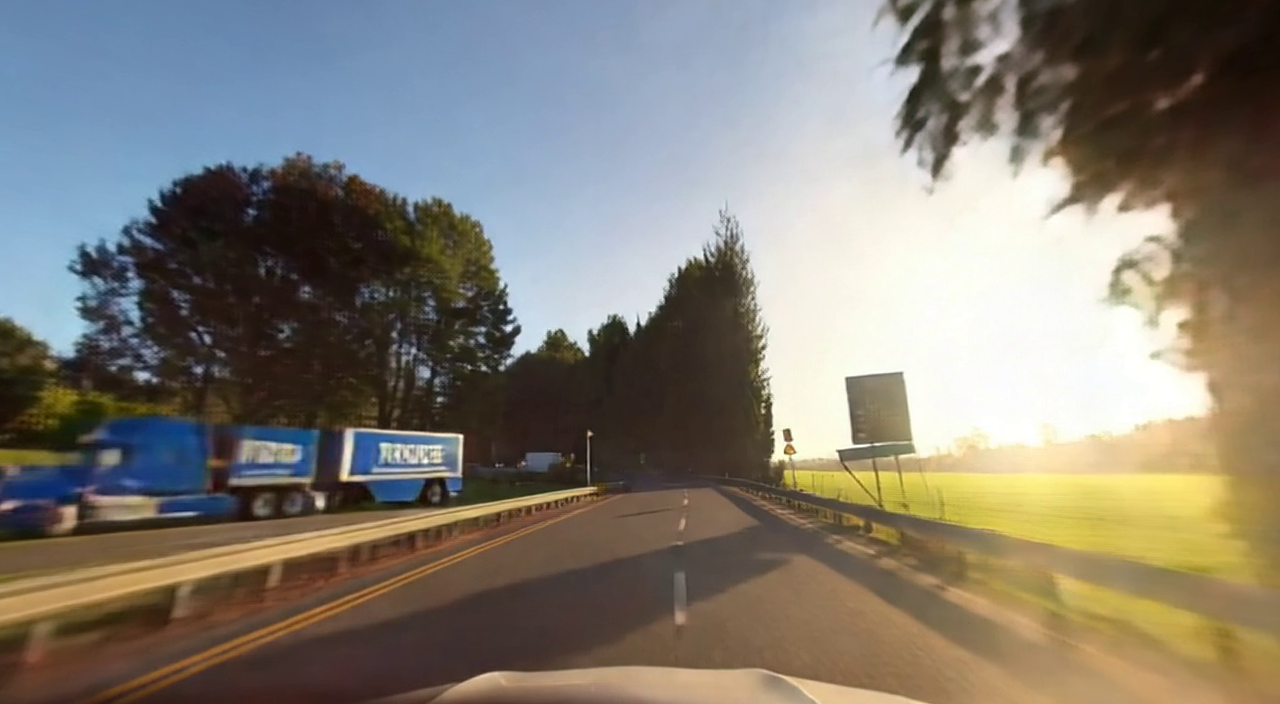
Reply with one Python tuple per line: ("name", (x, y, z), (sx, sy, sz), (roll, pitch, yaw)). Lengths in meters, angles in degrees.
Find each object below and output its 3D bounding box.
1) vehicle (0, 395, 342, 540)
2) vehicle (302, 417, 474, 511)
("vehicle", (-16.917, 4.317, 23.634), (2.952, 4.284, 9.811), (-6, -13, 34))
("vehicle", (-12.333, 5.682, 31.860), (2.935, 4.083, 7.922), (-4, -12, 25))
